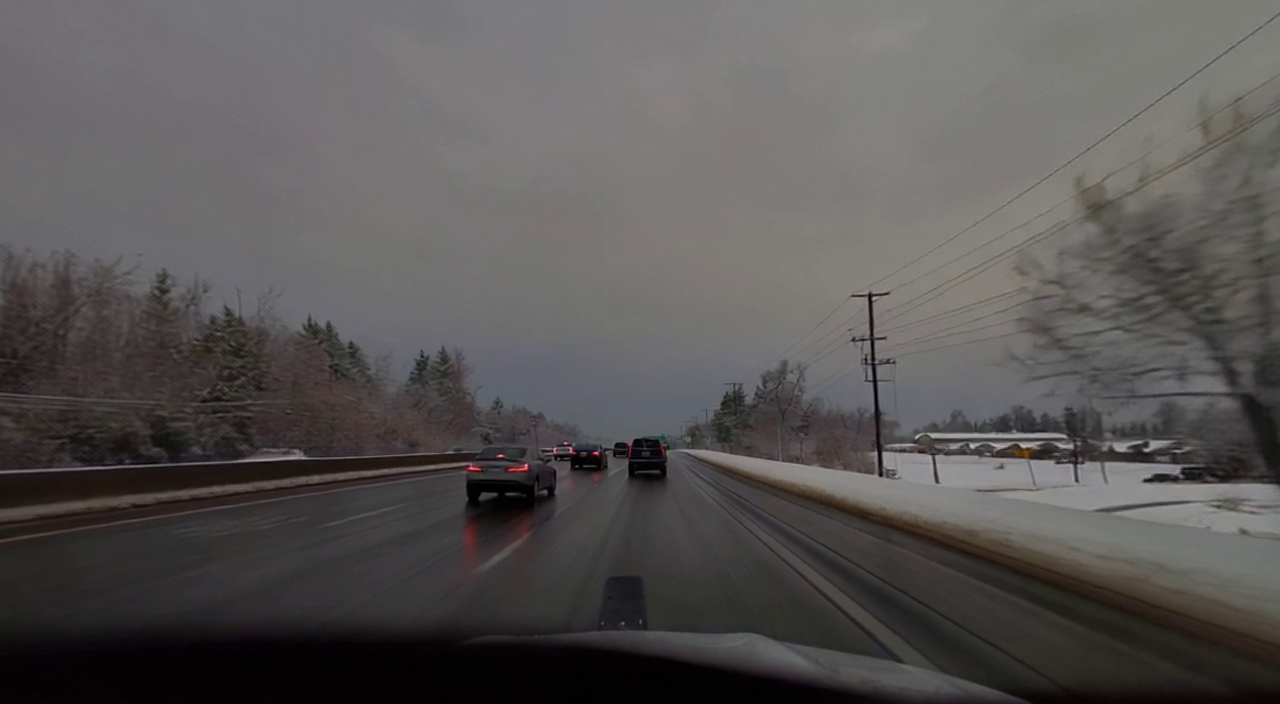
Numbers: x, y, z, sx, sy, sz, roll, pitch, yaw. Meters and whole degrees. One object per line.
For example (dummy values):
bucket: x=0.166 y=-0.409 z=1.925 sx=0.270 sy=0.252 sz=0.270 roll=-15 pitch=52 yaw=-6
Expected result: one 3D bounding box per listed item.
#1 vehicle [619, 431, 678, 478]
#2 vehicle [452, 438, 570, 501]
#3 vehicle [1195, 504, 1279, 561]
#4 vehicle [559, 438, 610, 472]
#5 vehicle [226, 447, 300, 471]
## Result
vehicle: x=0.373 y=4.347 z=26.976 sx=2.319 sy=1.813 sz=4.274 roll=0 pitch=-9 yaw=1
vehicle: x=-3.248 y=3.073 z=16.947 sx=2.092 sy=1.464 sz=4.466 roll=0 pitch=-9 yaw=2
vehicle: x=30.813 y=8.887 z=31.287 sx=2.164 sy=2.048 sz=5.656 roll=-2 pitch=-8 yaw=11
vehicle: x=-2.909 y=5.542 z=34.165 sx=2.051 sy=1.695 sz=4.731 roll=-1 pitch=-9 yaw=3
vehicle: x=-23.938 y=6.771 z=40.232 sx=1.794 sy=1.440 sz=4.532 roll=0 pitch=-9 yaw=2
